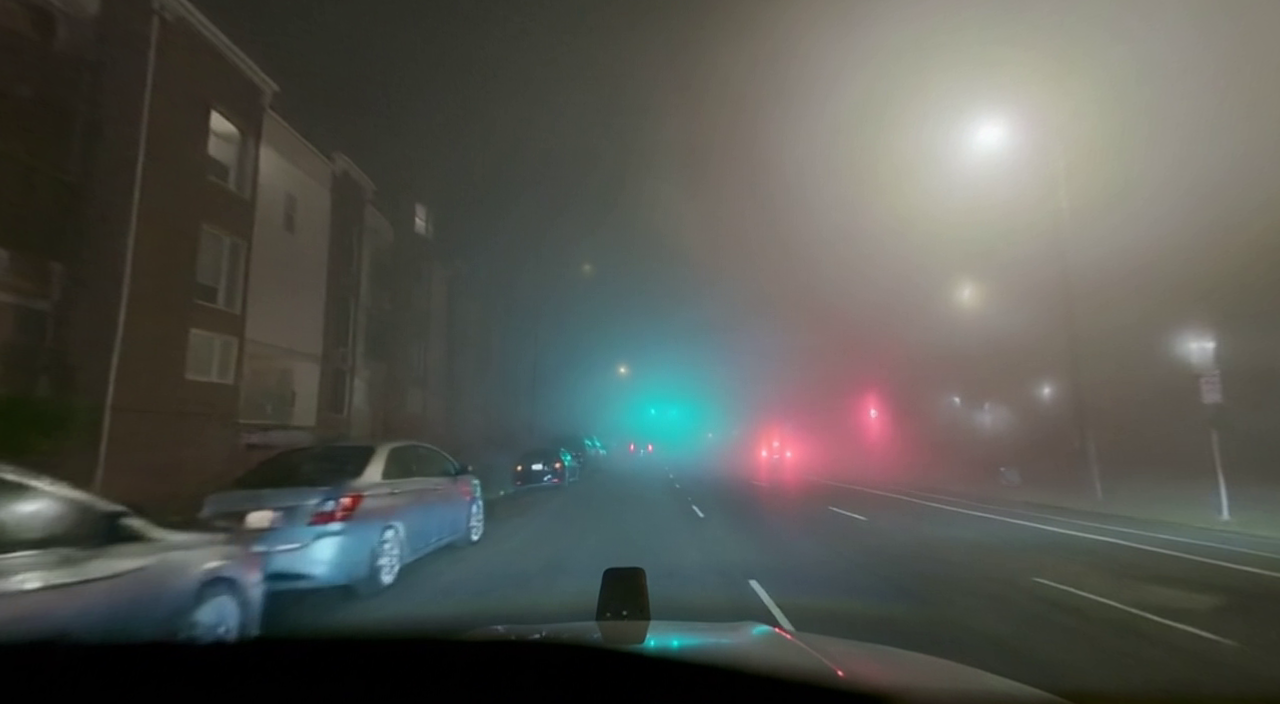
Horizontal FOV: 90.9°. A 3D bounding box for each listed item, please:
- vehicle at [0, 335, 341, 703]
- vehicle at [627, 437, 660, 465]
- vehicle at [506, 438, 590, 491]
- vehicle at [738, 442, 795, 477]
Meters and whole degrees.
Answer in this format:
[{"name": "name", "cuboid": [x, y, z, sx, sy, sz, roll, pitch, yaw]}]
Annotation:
[{"name": "vehicle", "cuboid": [-3.182, 0.773, 1.981, 2.151, 1.662, 4.496, 0, -9, 2]}, {"name": "vehicle", "cuboid": [0.252, 6.513, 41.548, 2.122, 1.689, 3.885, 0, -9, 1]}, {"name": "vehicle", "cuboid": [-2.784, 3.528, 20.083, 1.843, 1.482, 4.310, -1, -9, 3]}, {"name": "vehicle", "cuboid": [5.636, 4.812, 28.446, 1.799, 1.463, 3.464, 0, -9, -1]}]
